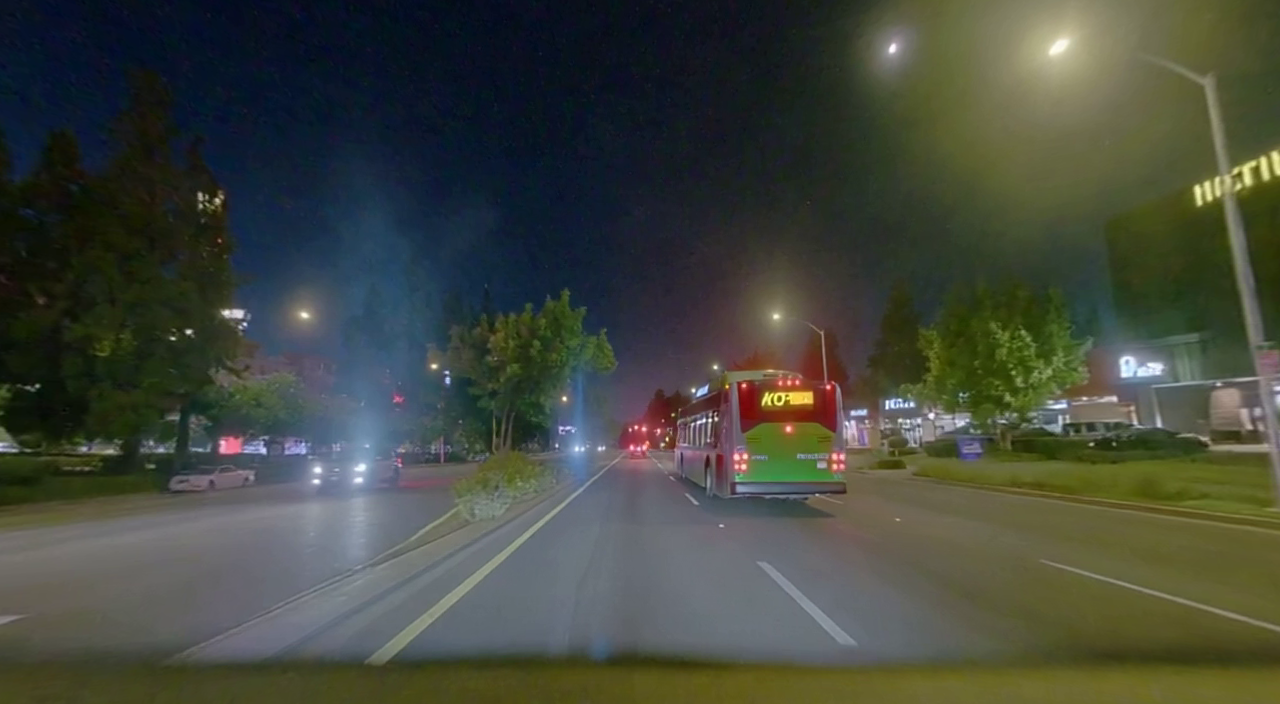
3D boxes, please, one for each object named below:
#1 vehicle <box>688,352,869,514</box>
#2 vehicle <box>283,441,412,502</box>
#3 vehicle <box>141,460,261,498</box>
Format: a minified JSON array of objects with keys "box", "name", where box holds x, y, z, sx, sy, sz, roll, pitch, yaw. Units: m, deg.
[{"box":[3.170,2.305,17.550,2.766,3.306,9.281,0,-8,-1],"name":"vehicle"},{"box":[-8.971,3.659,19.799,2.170,1.657,4.327,0,-8,-4],"name":"vehicle"},{"box":[-19.590,5.660,28.389,1.953,1.454,4.693,0,-8,1],"name":"vehicle"}]
